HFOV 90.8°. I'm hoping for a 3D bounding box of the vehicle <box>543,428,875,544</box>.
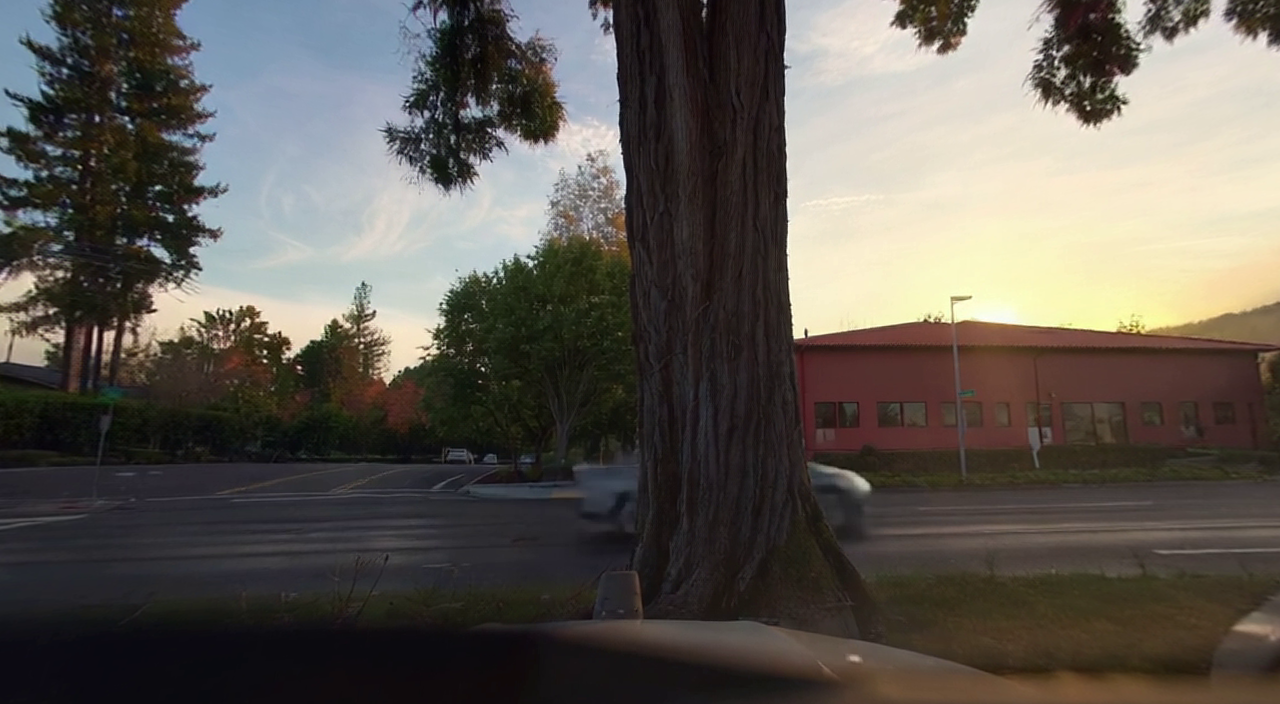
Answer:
[{"bbox_3d":[0.837,1.895,9.394,4.426,1.451,2.124,1,-9,-7],"label":"vehicle"}]
